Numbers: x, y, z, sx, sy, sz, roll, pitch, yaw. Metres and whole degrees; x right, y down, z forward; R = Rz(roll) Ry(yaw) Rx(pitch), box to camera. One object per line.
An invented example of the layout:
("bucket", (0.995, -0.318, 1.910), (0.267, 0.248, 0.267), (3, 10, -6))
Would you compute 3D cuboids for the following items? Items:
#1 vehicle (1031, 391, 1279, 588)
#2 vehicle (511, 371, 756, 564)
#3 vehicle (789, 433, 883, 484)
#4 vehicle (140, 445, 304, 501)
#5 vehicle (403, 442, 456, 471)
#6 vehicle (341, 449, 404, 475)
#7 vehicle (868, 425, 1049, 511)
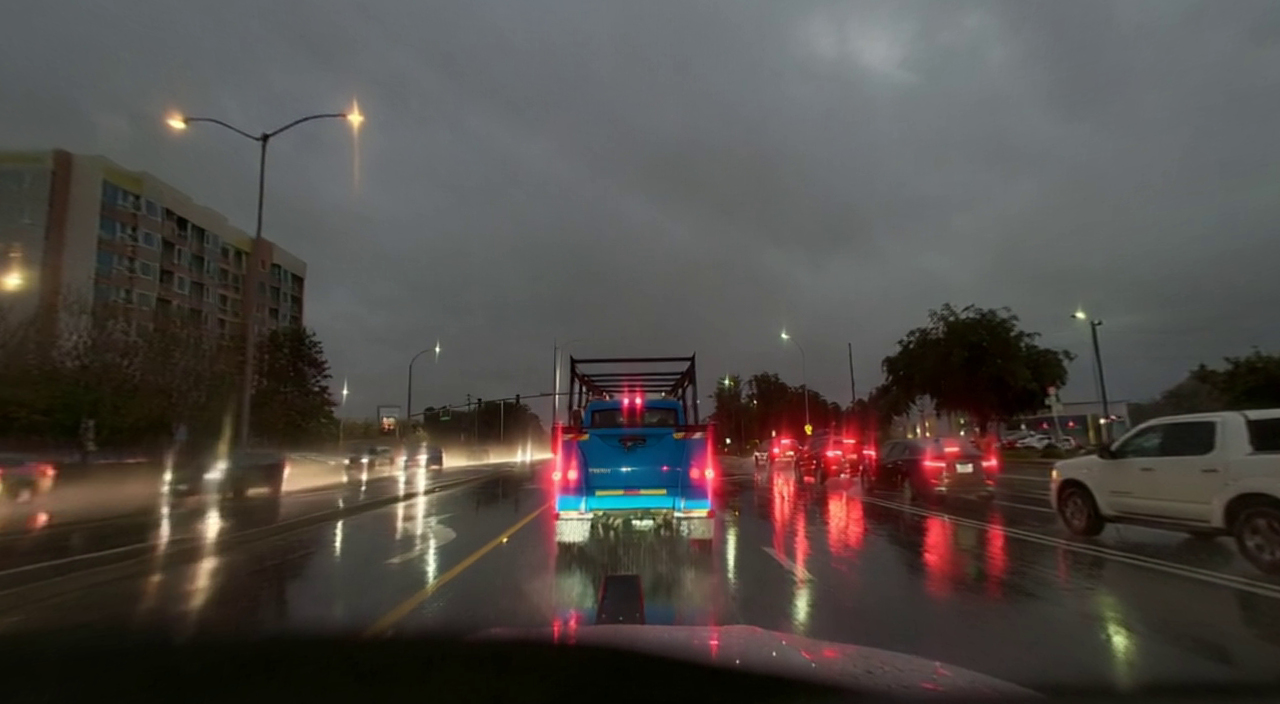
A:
("vehicle", (6.828, 1.442, 7.019), (2.023, 1.771, 4.488), (0, -9, -1))
("vehicle", (-0.115, 1.696, 9.894), (2.682, 2.117, 5.706), (0, -9, -1))
("vehicle", (7.070, 3.872, 23.278), (1.953, 1.665, 4.327), (0, -9, -2))
("vehicle", (-12.269, 3.534, 18.986), (1.906, 1.461, 4.333), (0, -9, 1))
("vehicle", (-12.107, 6.027, 36.490), (1.781, 1.558, 3.688), (0, -9, 0))
("vehicle", (-15.662, 6.444, 37.254), (1.854, 1.364, 4.357), (0, -9, 0))
("vehicle", (7.067, 2.613, 14.651), (1.931, 1.692, 4.267), (0, -9, 0))
